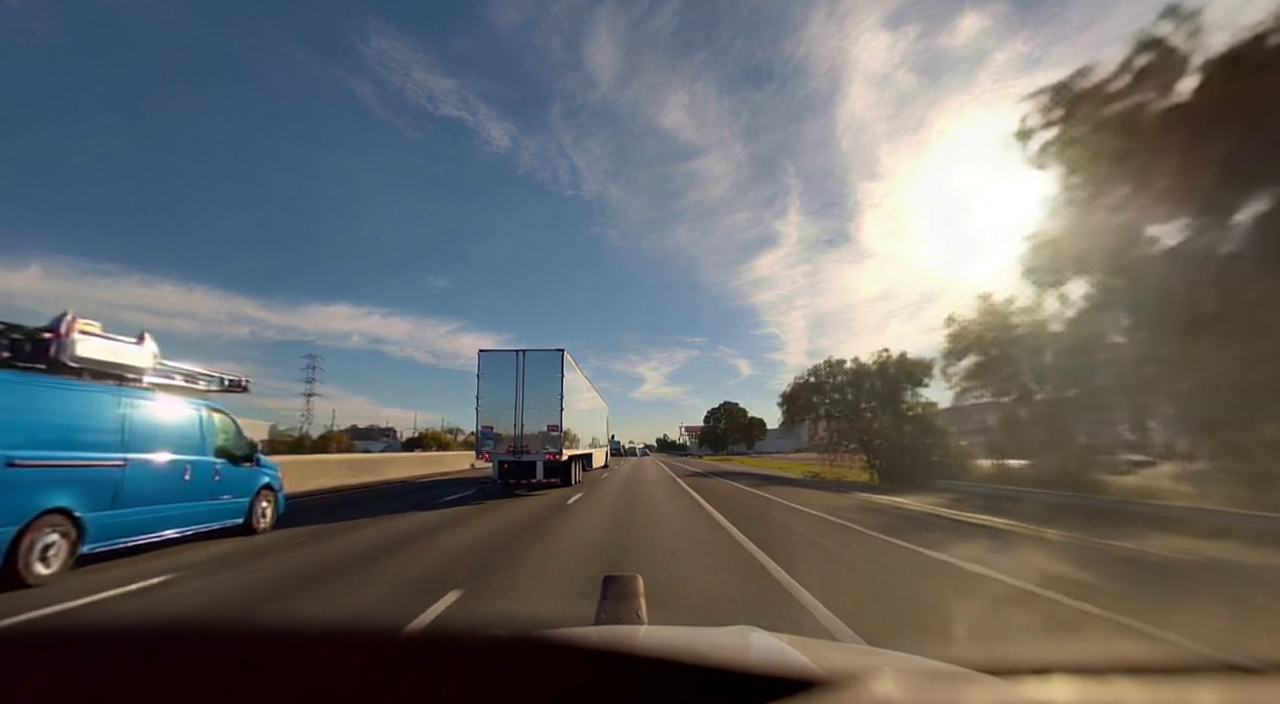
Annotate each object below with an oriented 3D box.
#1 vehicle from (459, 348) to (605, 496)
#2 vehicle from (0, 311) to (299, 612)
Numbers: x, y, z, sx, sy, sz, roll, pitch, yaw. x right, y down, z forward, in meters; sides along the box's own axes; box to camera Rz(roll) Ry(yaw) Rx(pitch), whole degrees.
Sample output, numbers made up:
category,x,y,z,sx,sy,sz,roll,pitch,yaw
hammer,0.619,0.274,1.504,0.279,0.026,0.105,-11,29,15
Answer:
category,x,y,z,sx,sy,sz,roll,pitch,yaw
vehicle,-3.437,3.110,25.780,2.939,4.132,16.303,0,-8,1
vehicle,-6.943,1.244,7.439,2.385,2.672,6.049,0,-8,0
